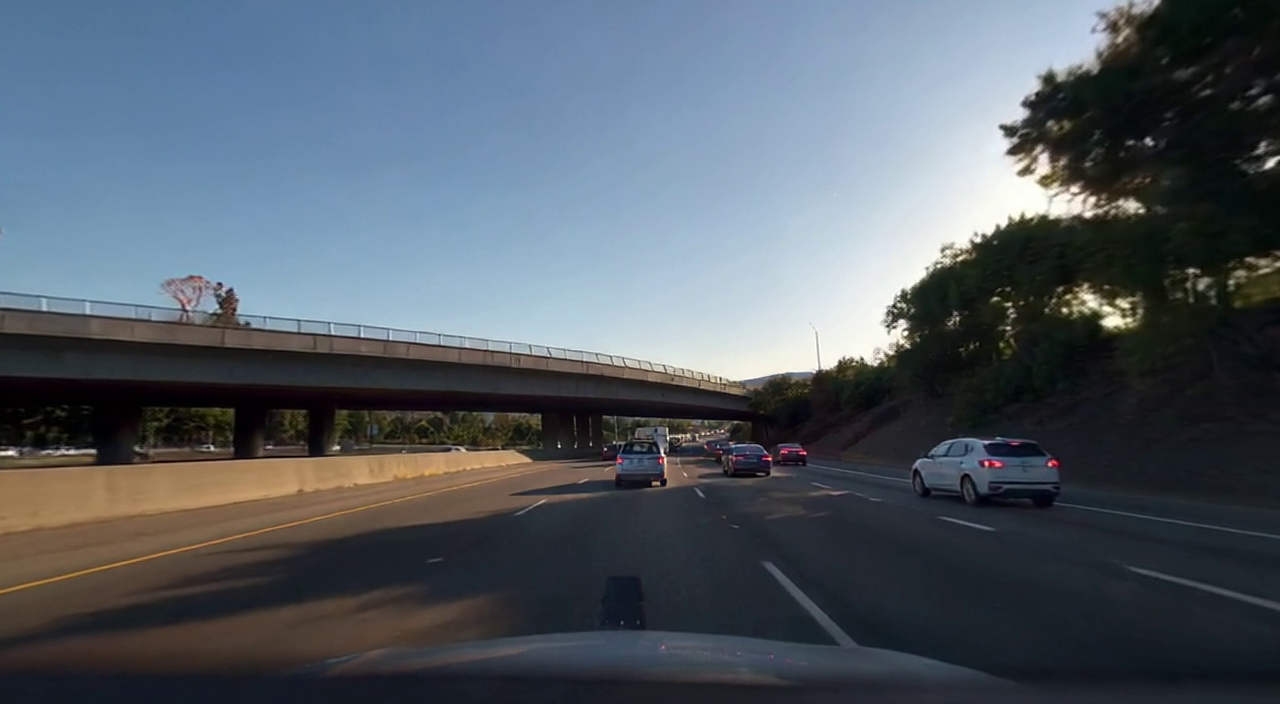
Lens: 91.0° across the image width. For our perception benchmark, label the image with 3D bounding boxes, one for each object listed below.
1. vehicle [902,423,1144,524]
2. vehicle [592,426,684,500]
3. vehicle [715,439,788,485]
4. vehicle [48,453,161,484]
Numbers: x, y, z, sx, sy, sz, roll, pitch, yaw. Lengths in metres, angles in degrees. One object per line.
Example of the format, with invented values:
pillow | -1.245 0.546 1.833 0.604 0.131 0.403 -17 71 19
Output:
vehicle | 7.425 2.400 12.999 2.028 1.657 4.823 0 -9 1
vehicle | 0.006 2.944 17.005 2.181 1.728 3.970 0 -9 2
vehicle | 4.074 4.085 23.673 1.999 1.514 4.338 0 -9 1
vehicle | -28.148 6.106 33.326 1.861 1.494 4.449 0 -9 4
